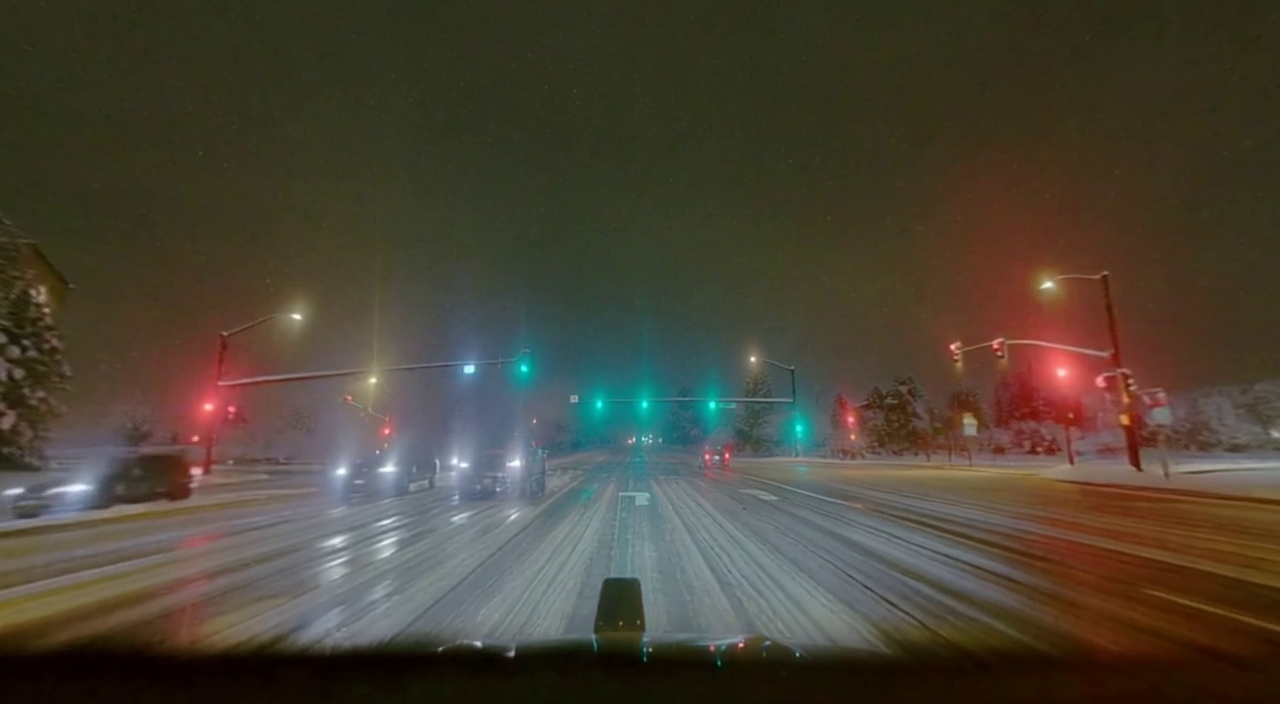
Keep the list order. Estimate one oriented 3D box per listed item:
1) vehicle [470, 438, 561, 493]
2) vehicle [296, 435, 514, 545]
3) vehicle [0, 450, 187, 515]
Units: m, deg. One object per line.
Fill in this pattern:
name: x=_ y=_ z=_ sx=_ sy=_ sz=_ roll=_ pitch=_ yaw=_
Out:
vehicle: x=-3.823 y=3.564 z=20.181 sx=1.974 sy=1.538 sz=4.287 roll=0 pitch=-8 yaw=1
vehicle: x=-3.662 y=2.217 z=10.926 sx=2.018 sy=1.463 sz=4.603 roll=0 pitch=-8 yaw=0
vehicle: x=-15.753 y=3.601 z=18.024 sx=1.971 sy=1.548 sz=4.907 roll=0 pitch=-8 yaw=1
